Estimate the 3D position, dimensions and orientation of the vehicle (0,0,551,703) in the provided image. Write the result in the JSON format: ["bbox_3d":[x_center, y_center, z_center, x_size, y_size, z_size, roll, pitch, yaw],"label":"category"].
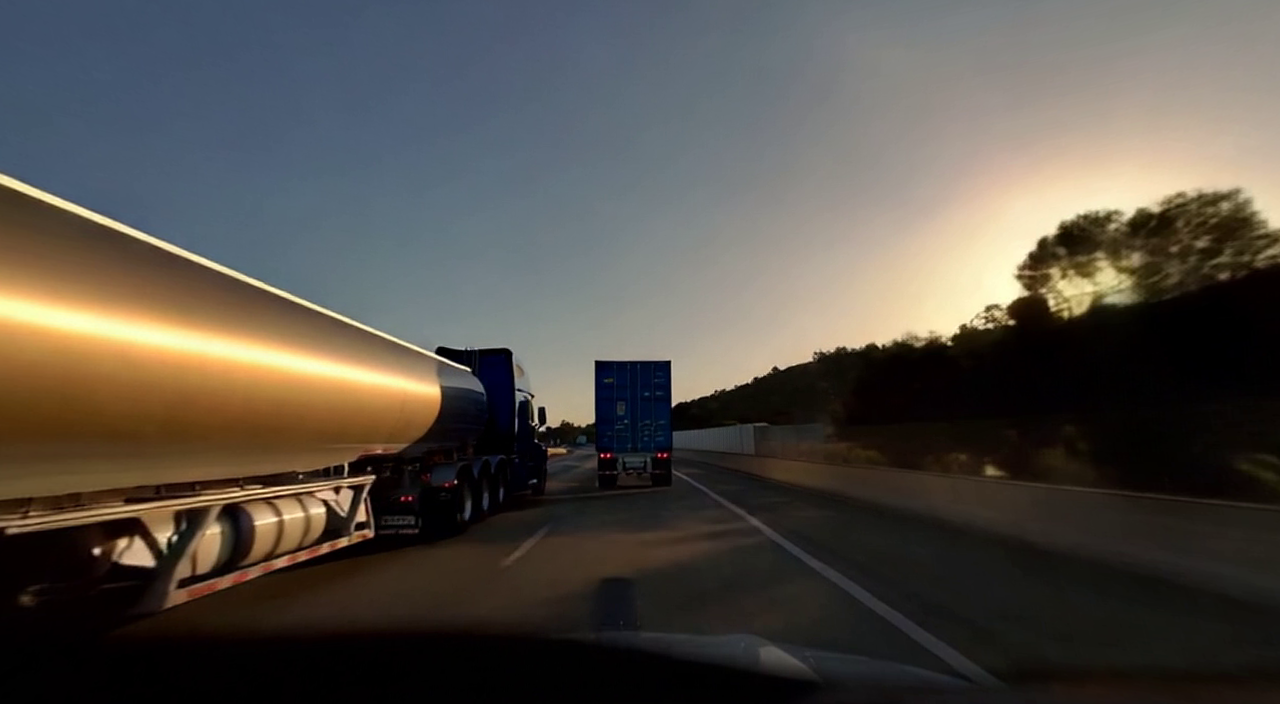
[{"bbox_3d":[-4.057,0.692,7.758,3.267,3.655,17.154,0,-8,1],"label":"vehicle"}]

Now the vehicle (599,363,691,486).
[{"bbox_3d":[0.208,3.195,26.162,2.942,4.003,11.297,0,-9,0],"label":"vehicle"}]
